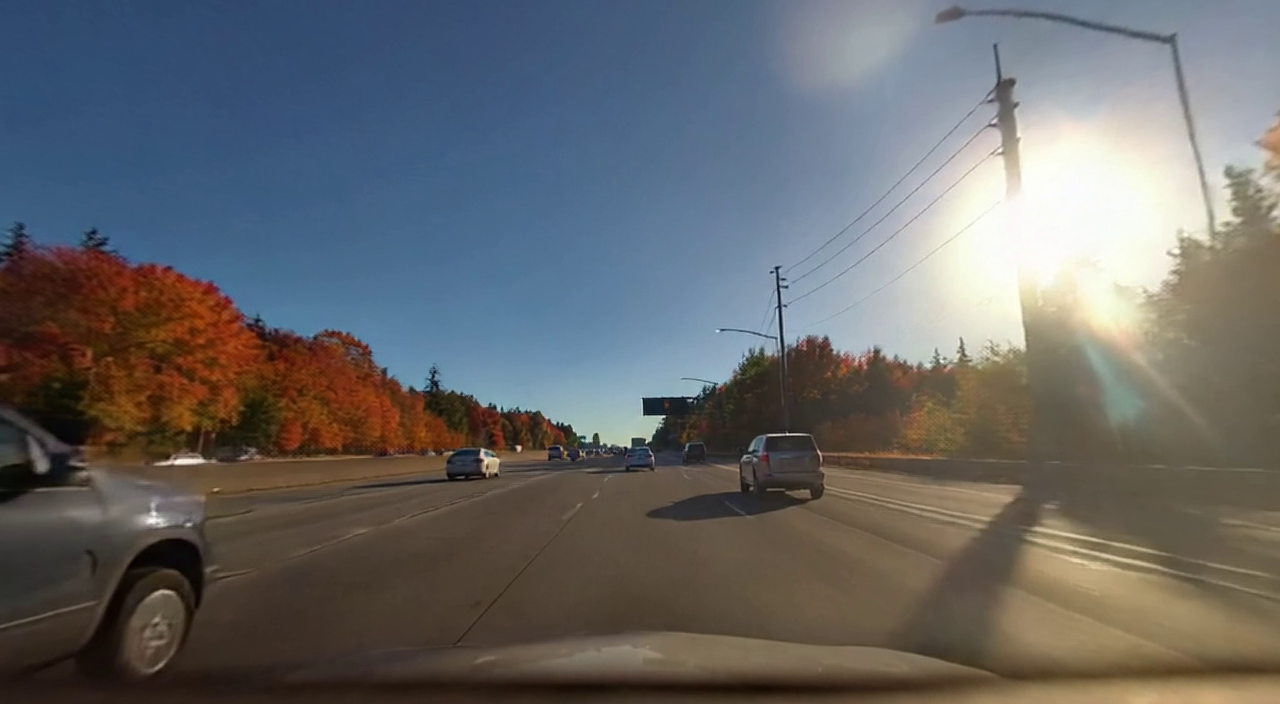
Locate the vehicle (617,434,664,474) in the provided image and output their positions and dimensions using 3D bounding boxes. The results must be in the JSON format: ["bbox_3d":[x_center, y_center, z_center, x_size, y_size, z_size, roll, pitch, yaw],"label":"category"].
[{"bbox_3d":[0.060,5.502,34.065,2.372,1.957,5.121,0,-9,1],"label":"vehicle"}]

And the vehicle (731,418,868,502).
[{"bbox_3d":[4.230,3.033,17.993,2.388,1.998,5.749,0,-9,0],"label":"vehicle"}]

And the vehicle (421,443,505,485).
[{"bbox_3d":[-6.931,4.430,25.227,2.014,1.526,4.577,0,-9,1],"label":"vehicle"}]

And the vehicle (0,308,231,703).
[{"bbox_3d":[-3.295,0.577,1.054,2.154,1.783,4.476,0,-9,0],"label":"vehicle"}]
